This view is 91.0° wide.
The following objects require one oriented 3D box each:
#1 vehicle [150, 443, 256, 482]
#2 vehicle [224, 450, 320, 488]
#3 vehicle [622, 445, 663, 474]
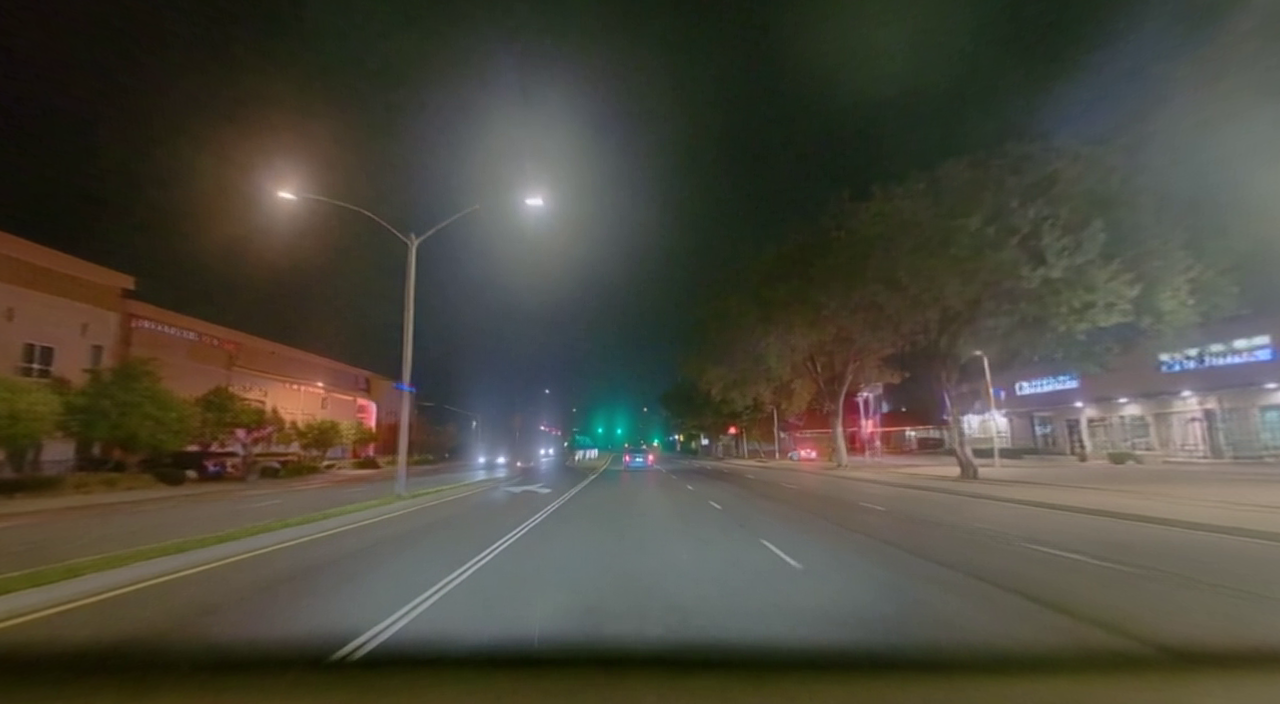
[{"bbox_3d":[-24.124,6.087,35.054,2.146,1.939,5.462,1,-8,-2],"label":"vehicle"},{"bbox_3d":[-19.422,6.166,33.565,2.072,1.804,5.136,0,-8,-1],"label":"vehicle"},{"bbox_3d":[0.070,5.701,33.716,1.998,1.452,3.773,0,-8,-2],"label":"vehicle"}]
